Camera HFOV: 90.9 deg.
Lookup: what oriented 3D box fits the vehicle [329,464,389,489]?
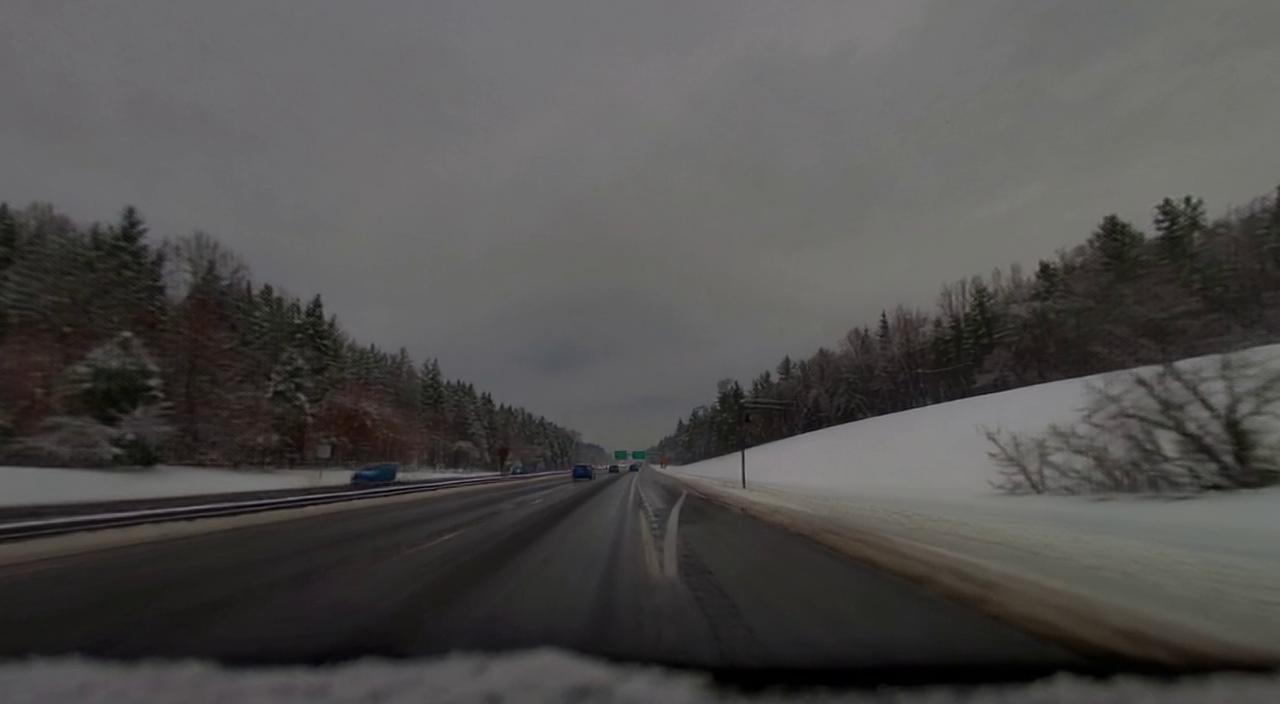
[{"bbox_3d":[-18.175,8.078,40.998,1.832,1.481,4.505,1,-11,0],"label":"vehicle"}]

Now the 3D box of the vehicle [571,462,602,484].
[{"bbox_3d":[-4.048,9.289,48.418,2.042,1.629,4.276,1,-11,0],"label":"vehicle"}]
